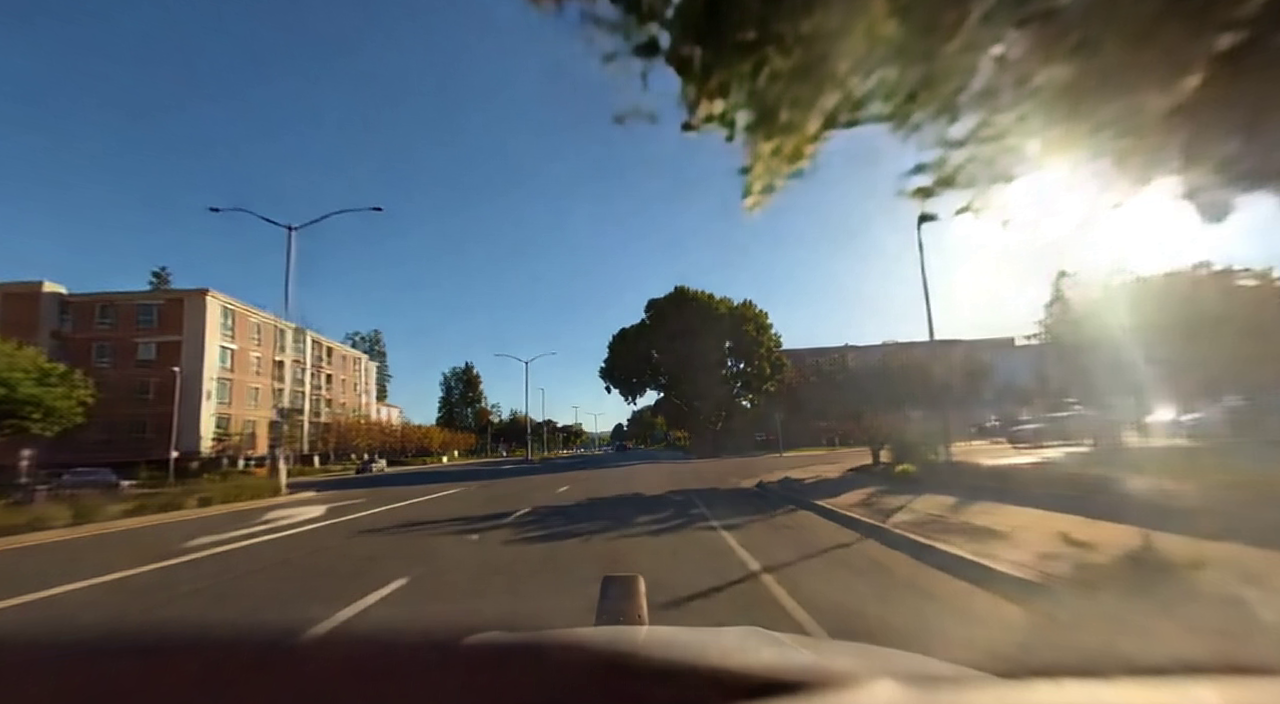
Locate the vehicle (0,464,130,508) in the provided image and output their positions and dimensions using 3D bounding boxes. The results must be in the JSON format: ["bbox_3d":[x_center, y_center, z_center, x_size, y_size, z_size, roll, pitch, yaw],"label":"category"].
[{"bbox_3d":[-26.506,6.108,29.169,1.931,1.673,4.623,-1,-8,2],"label":"vehicle"}]

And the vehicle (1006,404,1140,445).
[{"bbox_3d":[22.256,3.734,32.644,5.135,1.964,2.402,0,-7,0],"label":"vehicle"}]

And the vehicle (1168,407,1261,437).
[{"bbox_3d":[39.693,4.837,43.694,4.307,1.649,2.142,-4,-9,-4],"label":"vehicle"}]
